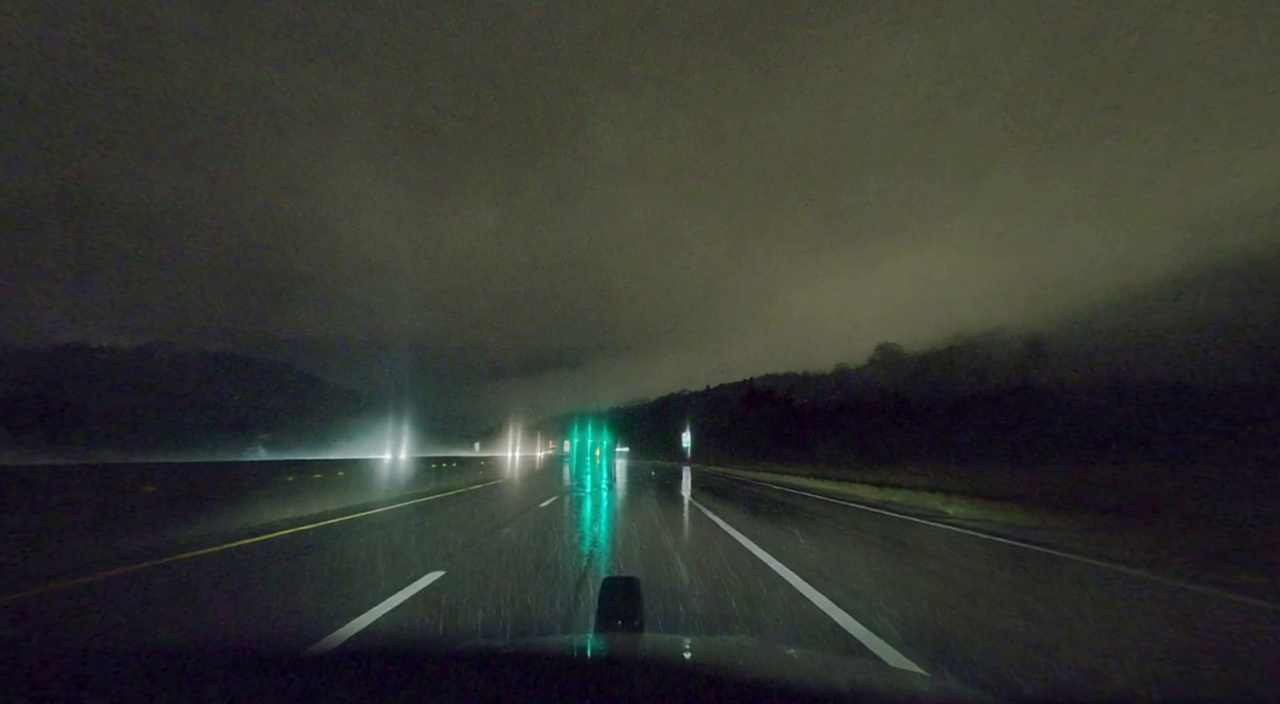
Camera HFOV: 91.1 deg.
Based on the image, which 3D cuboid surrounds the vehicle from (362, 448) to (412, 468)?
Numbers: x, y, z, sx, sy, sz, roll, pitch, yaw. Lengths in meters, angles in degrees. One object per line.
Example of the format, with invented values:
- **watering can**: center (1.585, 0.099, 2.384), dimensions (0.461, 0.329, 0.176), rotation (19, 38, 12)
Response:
- **vehicle**: center (-18.864, 7.904, 47.015), dimensions (1.832, 1.454, 4.661), rotation (0, -9, -1)
